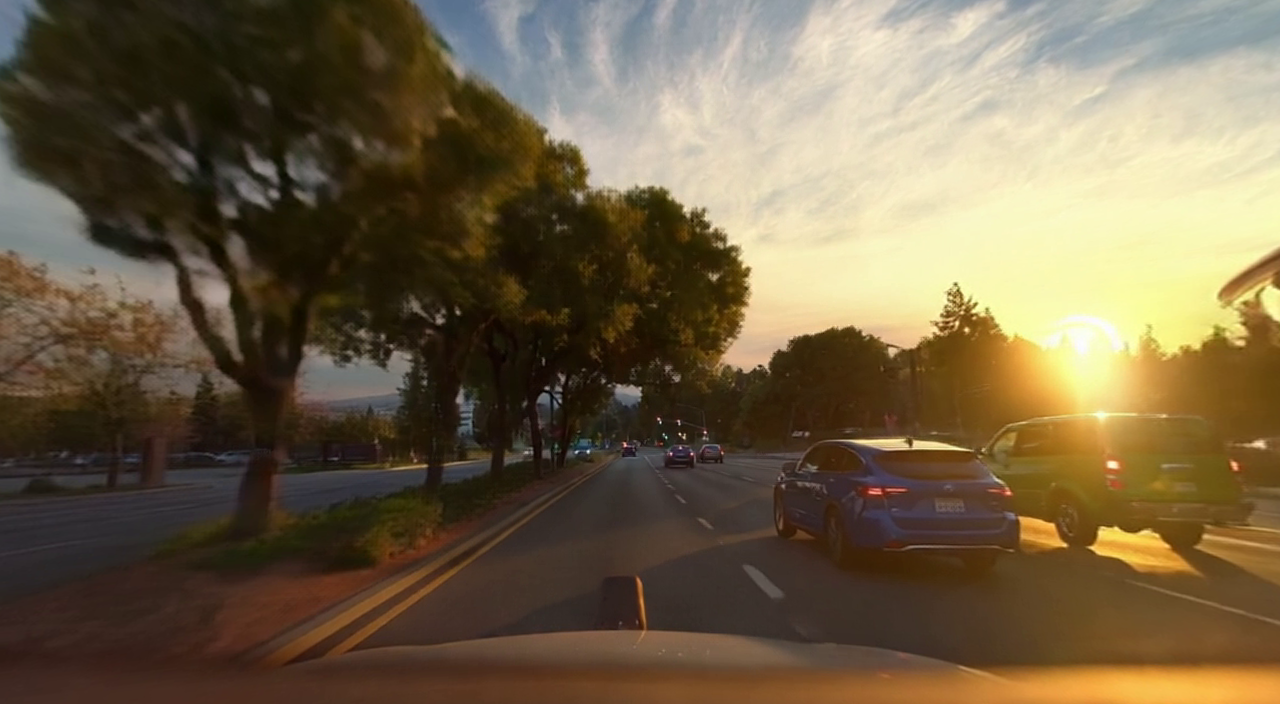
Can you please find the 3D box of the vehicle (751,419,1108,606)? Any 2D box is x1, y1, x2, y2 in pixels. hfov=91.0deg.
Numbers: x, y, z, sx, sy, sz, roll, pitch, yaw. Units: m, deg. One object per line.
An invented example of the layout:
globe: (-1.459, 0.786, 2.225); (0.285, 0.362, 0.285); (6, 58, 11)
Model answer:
vehicle: (2.875, 1.715, 7.827); (1.932, 1.547, 4.992); (0, -8, -2)

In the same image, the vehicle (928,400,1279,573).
vehicle: (6.351, 1.757, 9.010); (2.153, 1.811, 4.595); (0, -8, -1)

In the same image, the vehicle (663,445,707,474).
vehicle: (2.409, 5.839, 34.476); (1.980, 1.484, 4.093); (0, -8, -2)
